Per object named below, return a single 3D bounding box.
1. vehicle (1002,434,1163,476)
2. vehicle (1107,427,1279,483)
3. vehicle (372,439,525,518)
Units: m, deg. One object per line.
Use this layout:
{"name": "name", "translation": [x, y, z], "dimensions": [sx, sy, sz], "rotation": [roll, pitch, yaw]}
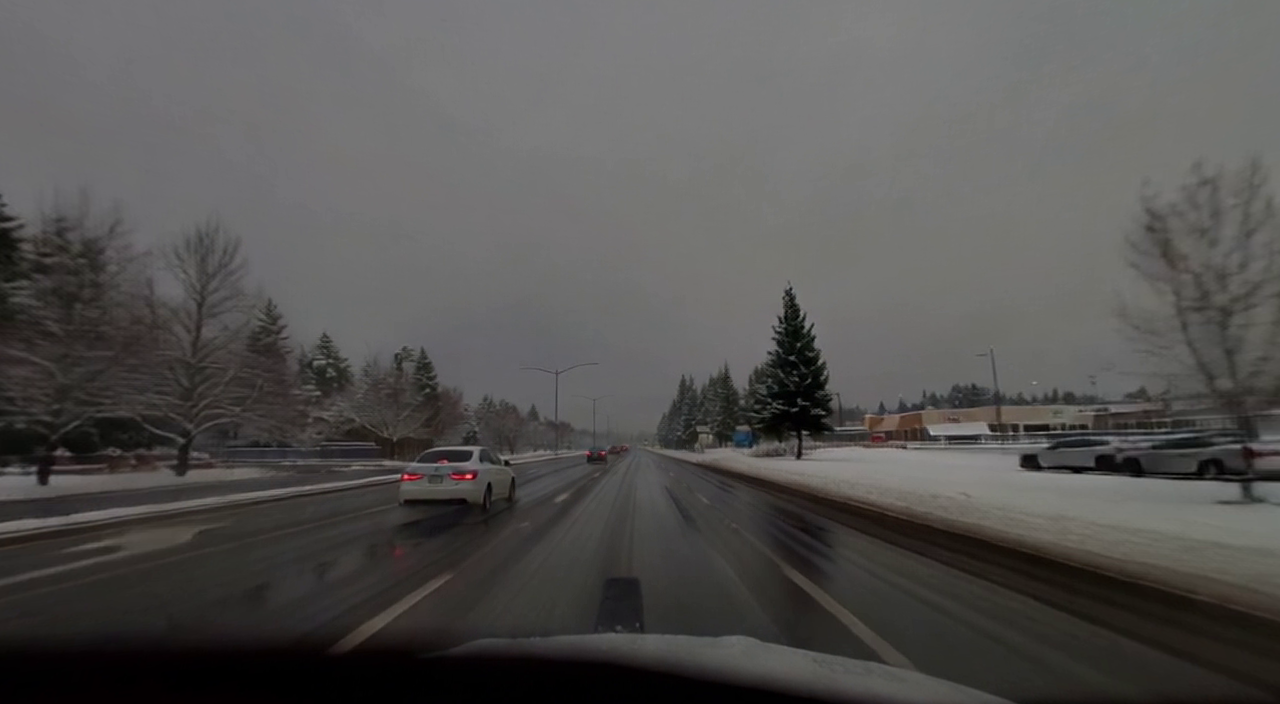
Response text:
{"name": "vehicle", "translation": [16.266, 3.810, 23.427], "dimensions": [4.429, 1.459, 1.967], "rotation": [0, -9, 2]}
{"name": "vehicle", "translation": [16.084, 2.899, 17.869], "dimensions": [4.197, 1.466, 1.930], "rotation": [0, -9, -2]}
{"name": "vehicle", "translation": [-4.009, 2.709, 14.134], "dimensions": [2.003, 1.454, 4.484], "rotation": [0, -9, 0]}
